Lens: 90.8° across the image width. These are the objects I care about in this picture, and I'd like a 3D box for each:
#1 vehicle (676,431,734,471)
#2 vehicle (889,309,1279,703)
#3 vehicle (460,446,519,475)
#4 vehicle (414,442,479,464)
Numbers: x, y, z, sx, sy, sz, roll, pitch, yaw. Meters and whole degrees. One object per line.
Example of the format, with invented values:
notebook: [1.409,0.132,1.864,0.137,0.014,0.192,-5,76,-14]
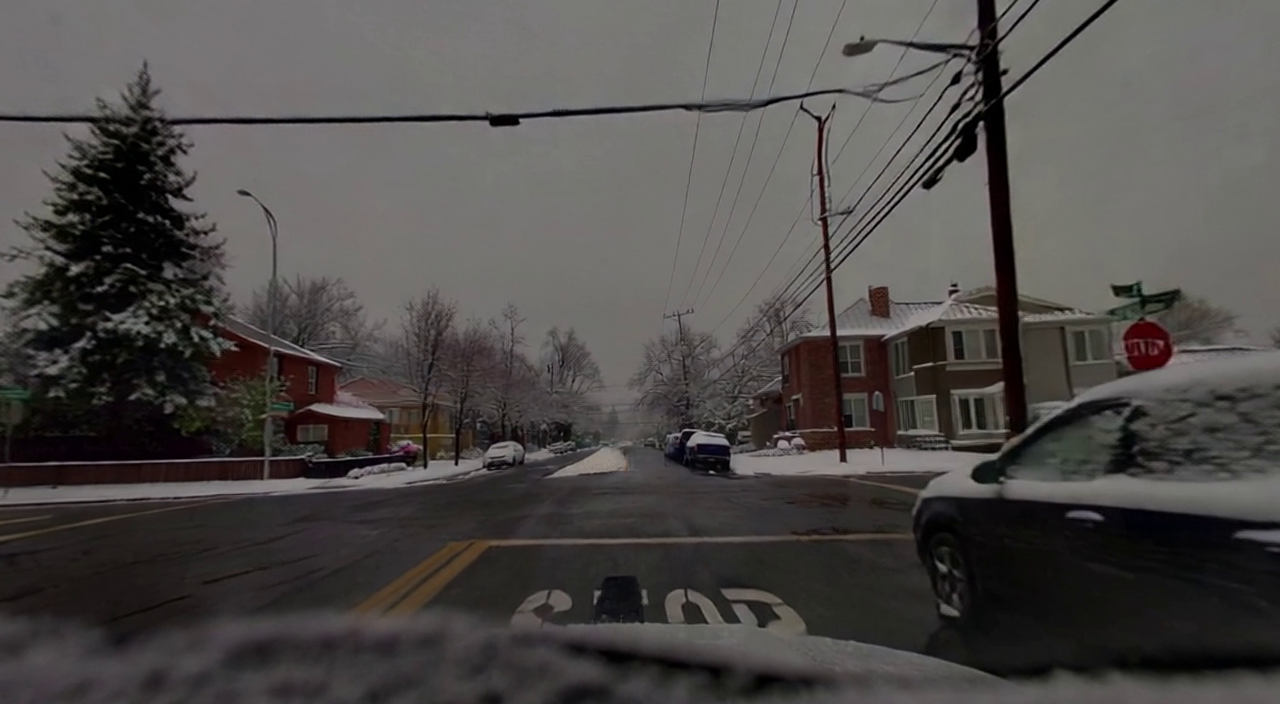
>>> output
vehicle: [2.978,4.659,29.908,2.114,1.708,4.474,0,-8,-2]
vehicle: [3.168,0.850,3.046,2.035,1.708,4.355,0,-9,-2]
vehicle: [-7.320,5.300,31.132,1.926,1.307,3.909,0,-9,0]
vehicle: [-13.533,7.087,44.337,3.905,1.480,1.892,0,-9,-1]
